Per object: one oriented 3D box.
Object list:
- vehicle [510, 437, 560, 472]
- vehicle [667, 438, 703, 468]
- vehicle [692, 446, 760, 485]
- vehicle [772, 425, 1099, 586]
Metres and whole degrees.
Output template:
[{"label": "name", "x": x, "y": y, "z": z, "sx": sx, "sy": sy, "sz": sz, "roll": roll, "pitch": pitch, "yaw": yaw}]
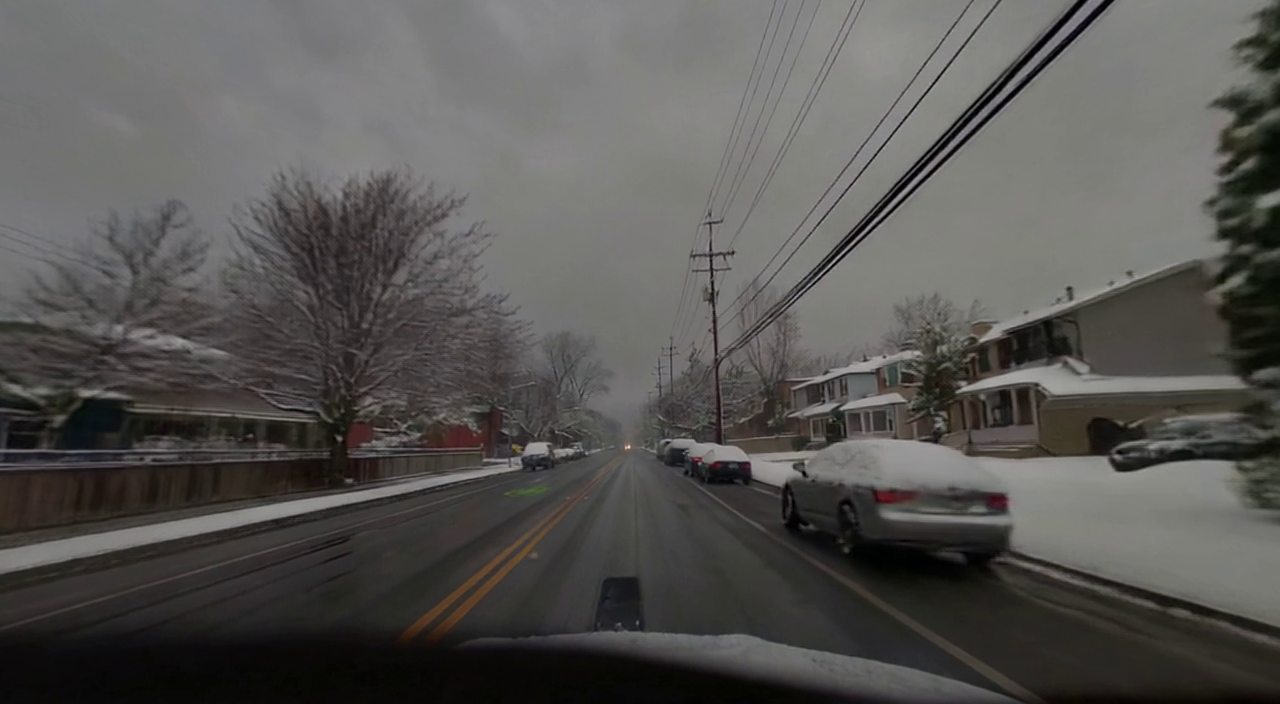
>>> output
[{"label": "vehicle", "x": -6.825, "y": 6.685, "z": 41.592, "sx": 2.451, "sy": 2.099, "sz": 5.112, "roll": -1, "pitch": -8, "yaw": 0}, {"label": "vehicle", "x": 3.074, "y": 7.026, "z": 44.302, "sx": 2.065, "sy": 1.953, "sz": 5.359, "roll": 0, "pitch": -8, "yaw": -1}, {"label": "vehicle", "x": 3.275, "y": 4.408, "z": 24.877, "sx": 1.967, "sy": 1.382, "sz": 4.361, "roll": 0, "pitch": -8, "yaw": -1}, {"label": "vehicle", "x": 3.425, "y": 1.864, "z": 8.698, "sx": 2.024, "sy": 1.554, "sz": 4.867, "roll": 0, "pitch": -8, "yaw": -2}]
